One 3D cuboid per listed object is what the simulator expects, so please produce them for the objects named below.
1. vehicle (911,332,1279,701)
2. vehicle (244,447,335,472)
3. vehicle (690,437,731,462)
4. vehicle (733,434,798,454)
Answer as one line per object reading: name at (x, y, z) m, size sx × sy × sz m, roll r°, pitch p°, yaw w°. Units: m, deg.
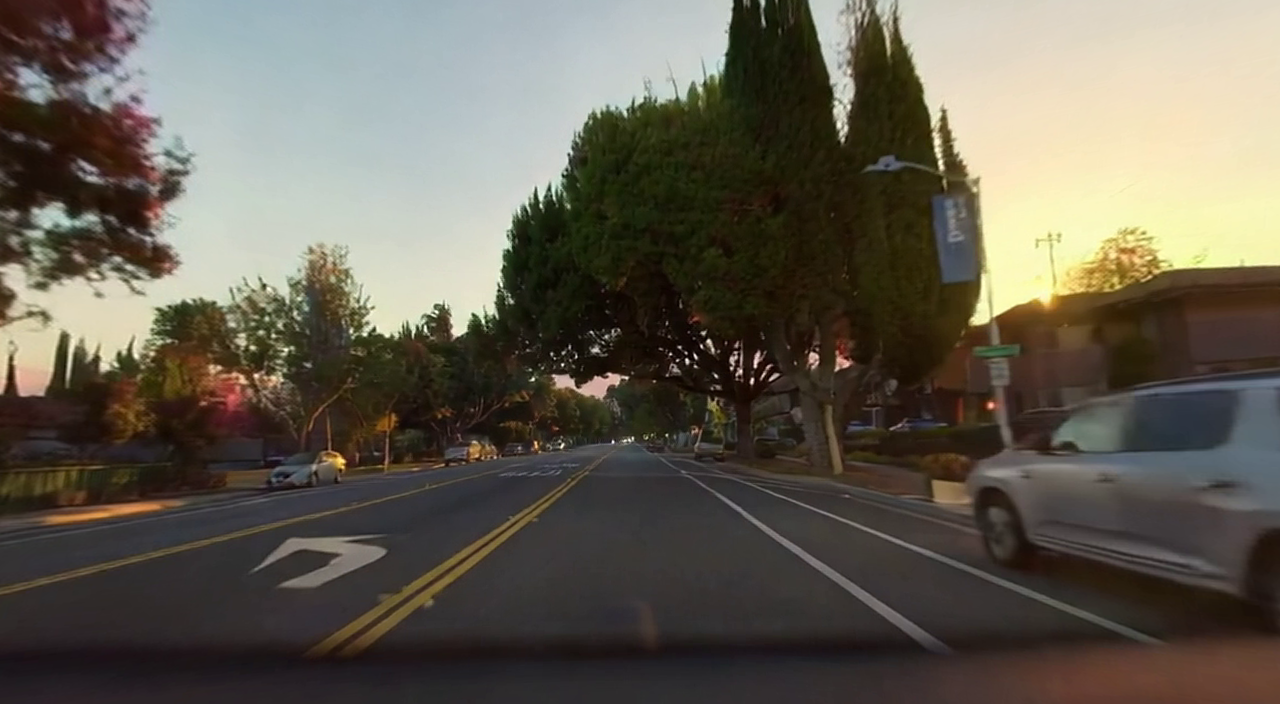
vehicle at (4.400, 1.023, 4.504) m, size 2.293 × 1.858 × 5.868 m, roll 0°, pitch -8°, yaw 0°
vehicle at (-21.761, 6.663, 39.319) m, size 4.413 × 1.477 × 2.100 m, roll 0°, pitch -8°, yaw 1°
vehicle at (4.198, 5.885, 38.247) m, size 1.970 × 1.455 × 4.233 m, roll 0°, pitch -8°, yaw -1°
vehicle at (9.488, 7.011, 48.163) m, size 4.501 × 1.502 × 1.975 m, roll 0°, pitch -8°, yaw -1°
